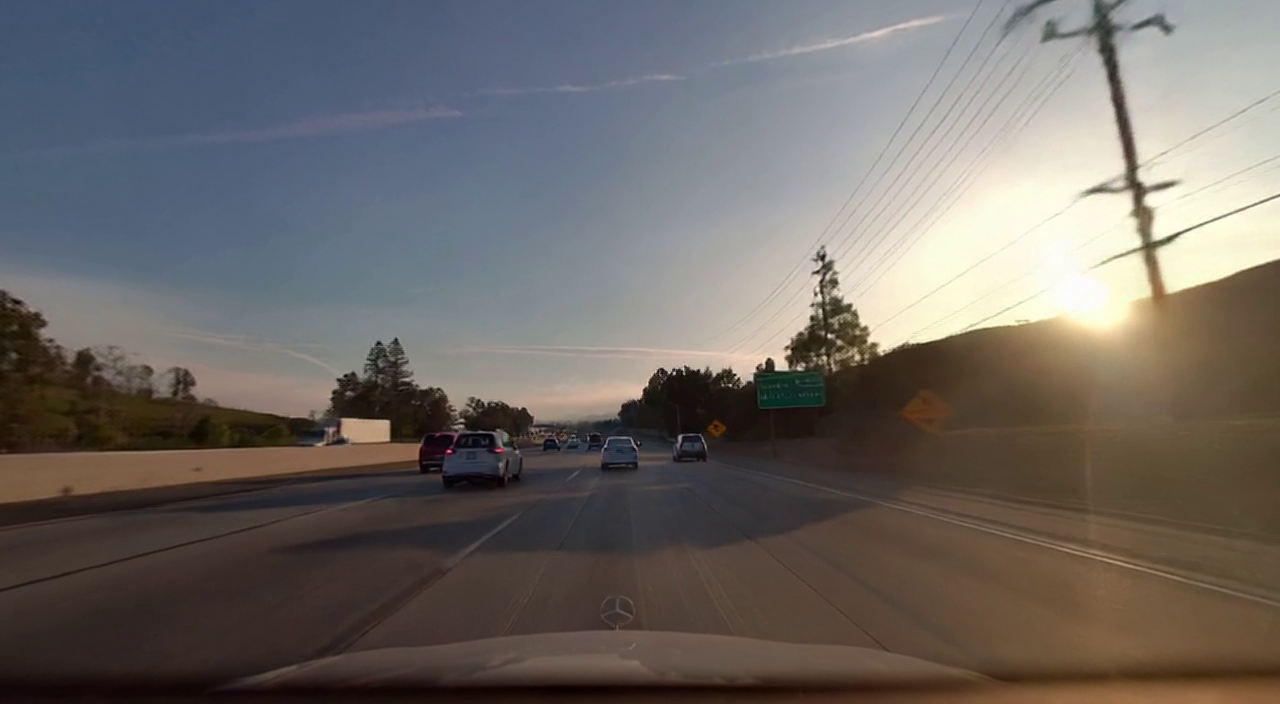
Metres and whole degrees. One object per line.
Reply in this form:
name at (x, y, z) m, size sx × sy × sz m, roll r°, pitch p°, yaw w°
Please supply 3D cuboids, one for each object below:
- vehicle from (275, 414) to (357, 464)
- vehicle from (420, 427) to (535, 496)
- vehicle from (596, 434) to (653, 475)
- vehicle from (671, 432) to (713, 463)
vehicle at (-23.911, 6.462, 46.841) m, size 2.932 × 3.425 × 5.893 m, roll 0°, pitch -8°, yaw -1°
vehicle at (-4.187, 2.873, 17.081) m, size 1.901 × 1.601 × 4.610 m, roll 0°, pitch -8°, yaw 0°
vehicle at (-0.599, 3.986, 24.779) m, size 2.086 × 1.488 × 3.440 m, roll 0°, pitch -8°, yaw -1°
vehicle at (2.994, 5.577, 37.209) m, size 1.950 × 1.695 × 4.446 m, roll 0°, pitch -8°, yaw -3°
